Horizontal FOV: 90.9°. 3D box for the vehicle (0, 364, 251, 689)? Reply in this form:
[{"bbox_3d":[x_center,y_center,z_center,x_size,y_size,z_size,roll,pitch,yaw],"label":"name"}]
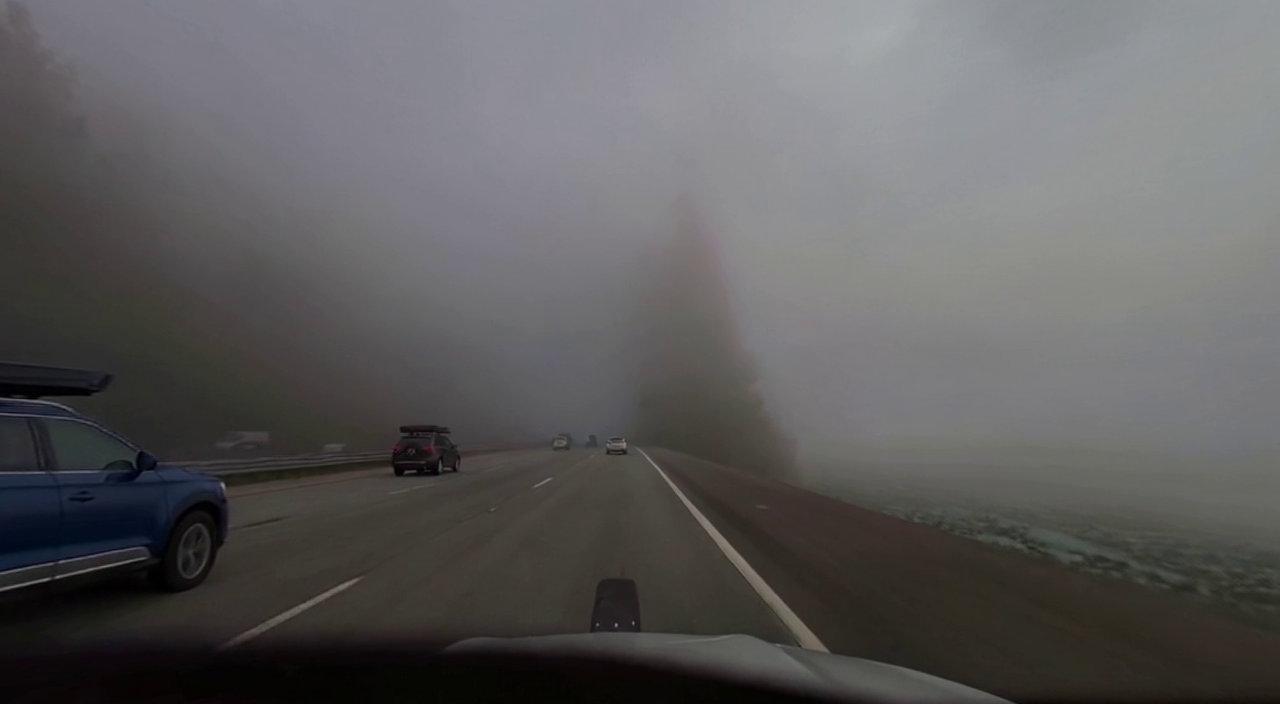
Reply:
[{"bbox_3d":[-4.513,0.937,3.285,2.069,1.748,4.652,0,-8,-1],"label":"vehicle"}]

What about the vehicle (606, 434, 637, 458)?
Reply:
[{"bbox_3d":[-1.302,6.846,46.173,2.178,1.658,3.916,0,-8,-1],"label":"vehicle"}]

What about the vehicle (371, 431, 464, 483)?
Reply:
[{"bbox_3d":[-8.209,3.878,23.685,1.964,1.745,4.338,0,-8,-1],"label":"vehicle"}]
